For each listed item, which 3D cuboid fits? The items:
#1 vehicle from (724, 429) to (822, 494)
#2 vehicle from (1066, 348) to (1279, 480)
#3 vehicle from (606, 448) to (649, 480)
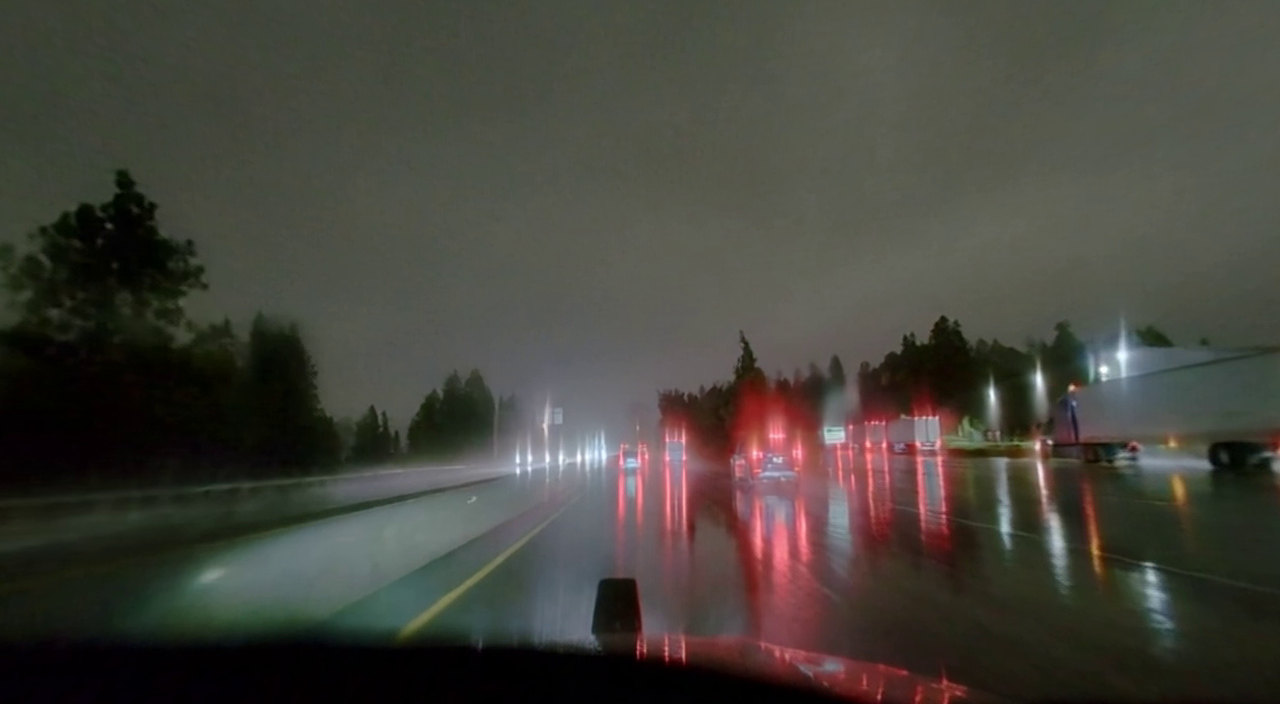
[{"bbox_3d":[4.424,3.742,21.730,2.261,1.952,4.784,0,-9,-1],"label":"vehicle"},{"bbox_3d":[22.444,2.788,25.177,2.890,4.108,13.635,-2,-9,8],"label":"vehicle"},{"bbox_3d":[-0.620,5.677,31.997,2.029,1.483,3.769,0,-9,-1],"label":"vehicle"}]
